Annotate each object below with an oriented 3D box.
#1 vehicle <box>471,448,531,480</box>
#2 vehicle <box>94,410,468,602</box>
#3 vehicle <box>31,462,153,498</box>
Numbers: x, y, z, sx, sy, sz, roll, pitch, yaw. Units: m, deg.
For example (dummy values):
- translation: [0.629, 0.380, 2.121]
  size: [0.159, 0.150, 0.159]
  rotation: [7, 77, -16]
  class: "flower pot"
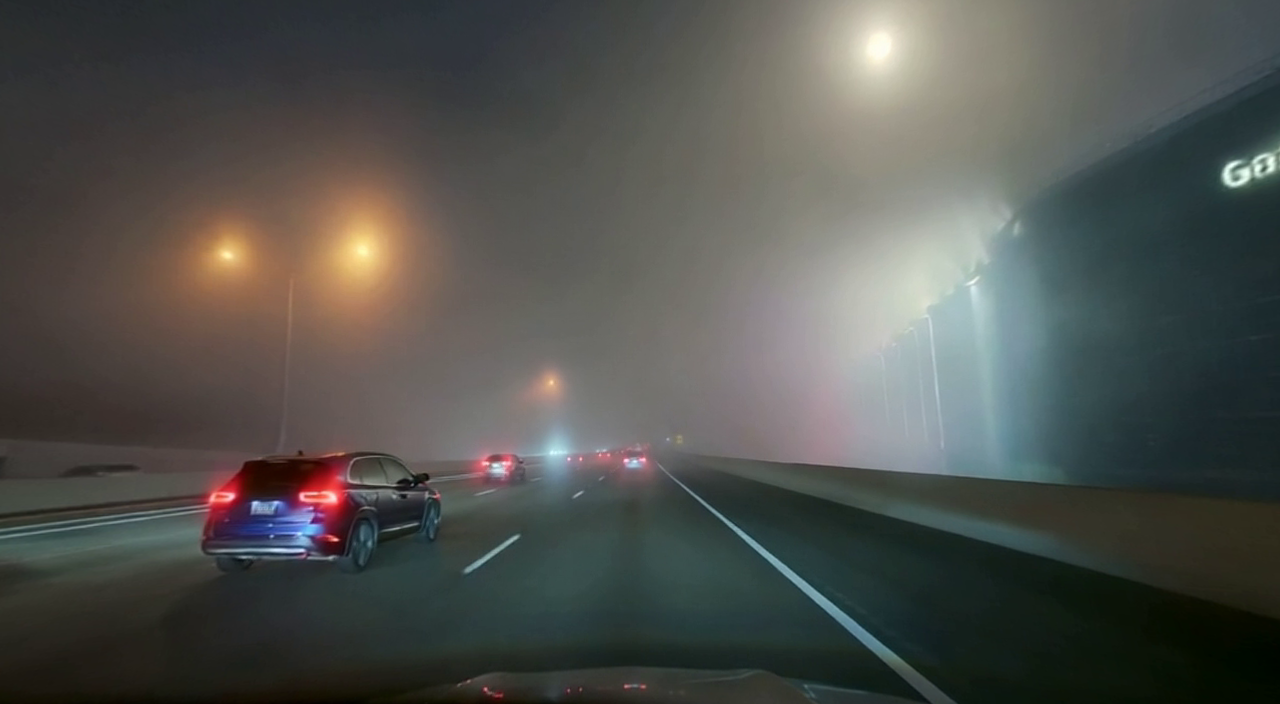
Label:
- translation: [-7.196, 5.836, 33.177]
  size: [1.998, 1.542, 4.953]
  rotation: [0, -9, 1]
  class: "vehicle"
- translation: [-3.896, 1.744, 8.057]
  size: [2.059, 1.725, 4.521]
  rotation: [0, -9, 1]
  class: "vehicle"
- translation: [-27.982, 6.528, 32.421]
  size: [1.981, 1.585, 4.761]
  rotation: [0, -9, 0]
  class: "vehicle"
